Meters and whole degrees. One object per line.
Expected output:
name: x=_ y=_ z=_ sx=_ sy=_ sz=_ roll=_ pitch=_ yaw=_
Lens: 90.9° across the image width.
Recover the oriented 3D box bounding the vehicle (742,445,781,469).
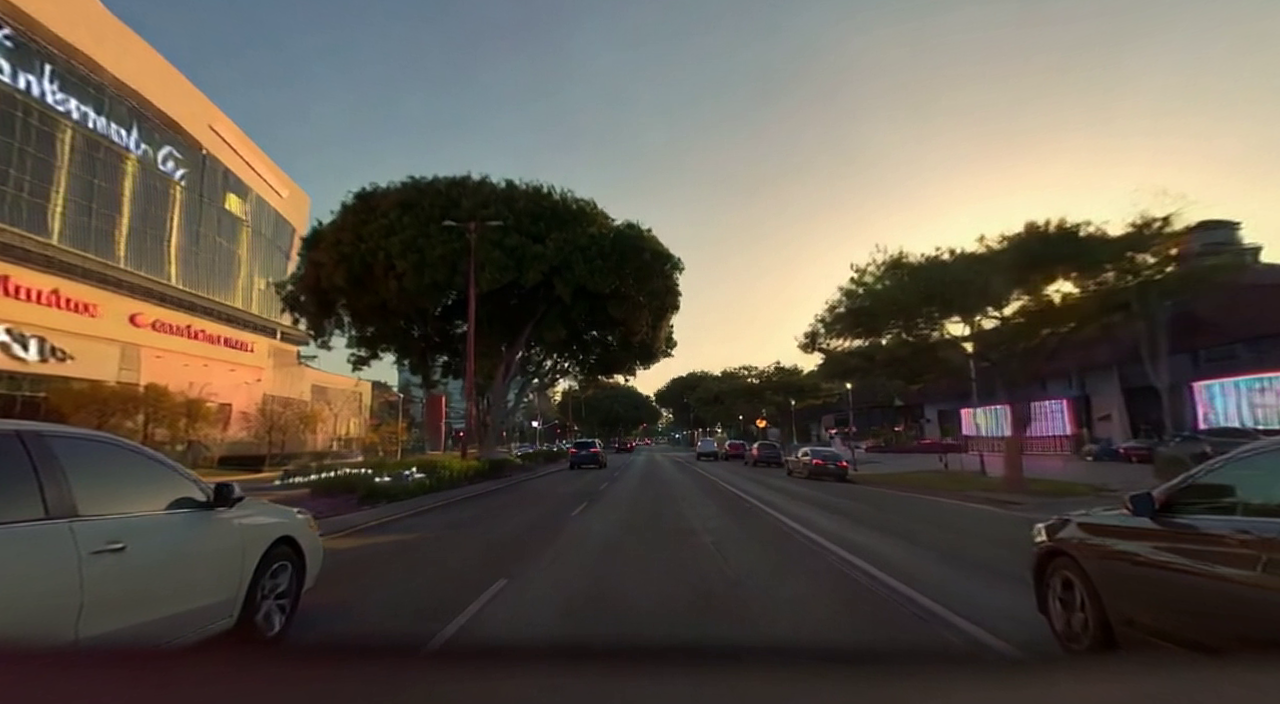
vehicle: x=7.596 y=6.573 z=39.678 sx=1.654 sy=1.440 sz=3.647 roll=0 pitch=-8 yaw=-1

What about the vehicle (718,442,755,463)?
vehicle: x=7.564 y=7.923 z=49.761 sx=1.918 sy=1.598 sz=4.536 roll=0 pitch=-8 yaw=-3

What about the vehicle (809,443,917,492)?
vehicle: x=7.446 y=3.888 z=21.608 sx=1.976 sy=1.469 sz=4.576 roll=0 pitch=-8 yaw=-1

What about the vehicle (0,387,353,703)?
vehicle: x=-3.323 y=0.899 z=2.304 sx=2.155 sy=1.504 sz=4.776 roll=-1 pitch=-8 yaw=2

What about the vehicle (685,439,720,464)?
vehicle: x=4.405 y=7.084 z=45.083 sx=2.007 sy=1.683 sz=4.171 roll=0 pitch=-8 yaw=-1

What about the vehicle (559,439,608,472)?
vehicle: x=-2.764 y=5.181 z=31.663 sx=1.917 sy=1.511 sz=4.436 roll=-1 pitch=-8 yaw=2

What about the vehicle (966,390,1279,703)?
vehicle: x=3.287 y=0.865 z=2.098 sx=1.981 sy=1.499 sz=4.536 roll=0 pitch=-8 yaw=0
